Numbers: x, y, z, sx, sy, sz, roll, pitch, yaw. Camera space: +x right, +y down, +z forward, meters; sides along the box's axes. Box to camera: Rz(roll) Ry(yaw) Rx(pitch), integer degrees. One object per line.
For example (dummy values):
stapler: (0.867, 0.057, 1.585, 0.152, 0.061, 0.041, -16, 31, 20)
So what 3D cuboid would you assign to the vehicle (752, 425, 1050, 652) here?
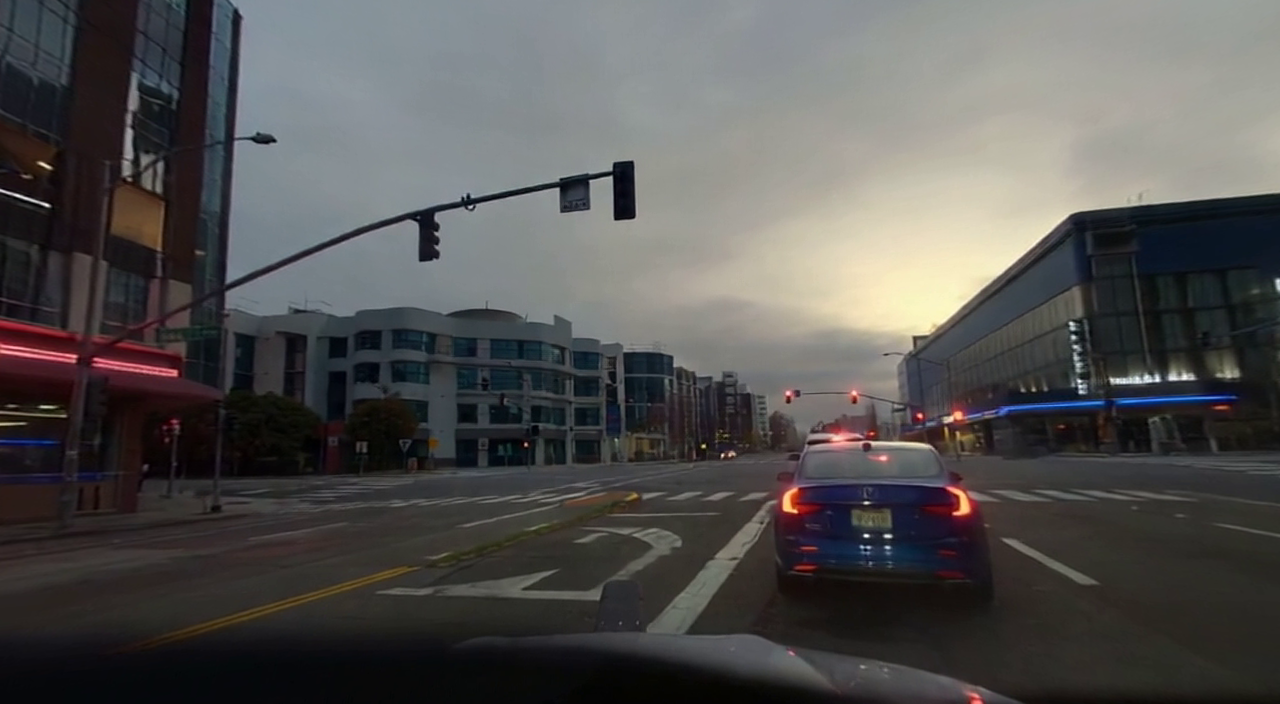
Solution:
vehicle: (2.329, 1.579, 6.566, 1.872, 1.459, 4.483, -2, -9, 15)
